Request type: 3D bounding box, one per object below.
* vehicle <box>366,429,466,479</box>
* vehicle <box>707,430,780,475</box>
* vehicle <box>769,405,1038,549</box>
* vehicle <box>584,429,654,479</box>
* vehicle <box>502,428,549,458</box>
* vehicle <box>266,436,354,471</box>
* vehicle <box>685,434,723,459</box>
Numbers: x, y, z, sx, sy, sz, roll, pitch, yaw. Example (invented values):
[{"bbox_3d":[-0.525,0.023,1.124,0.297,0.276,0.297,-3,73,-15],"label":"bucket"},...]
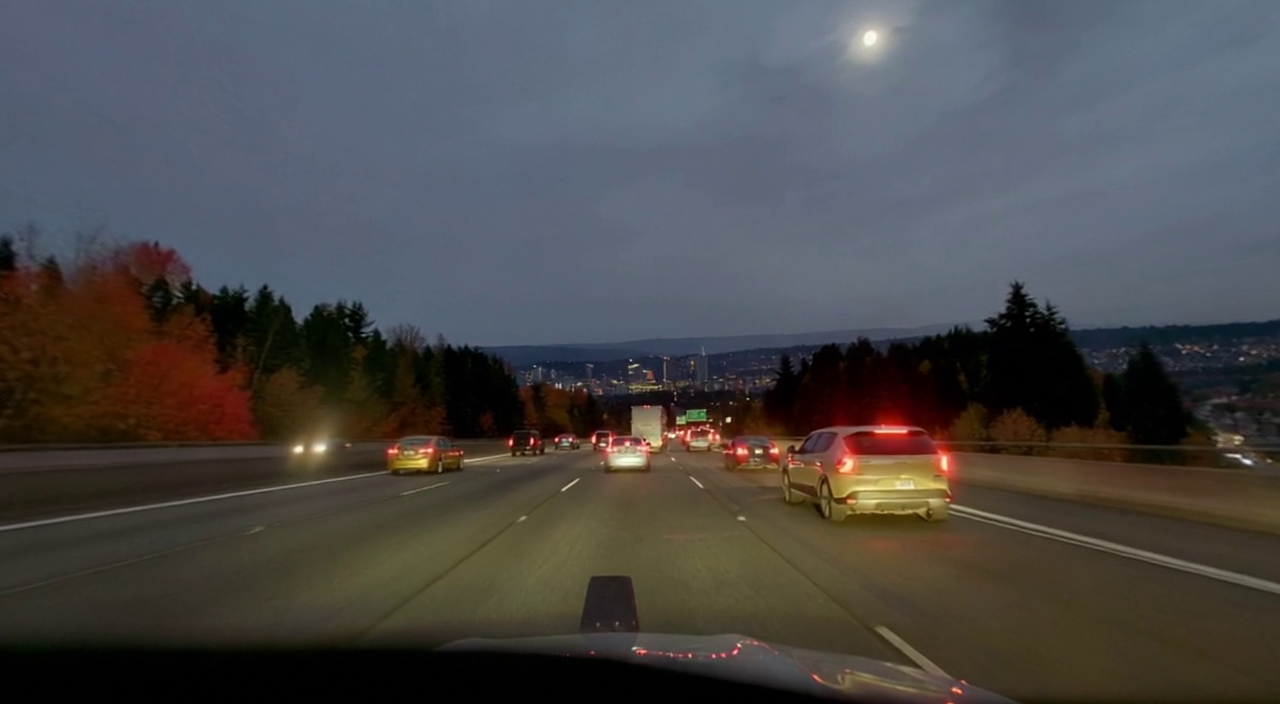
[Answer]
[{"bbox_3d":[-7.597,3.473,21.736,1.934,1.526,3.966,0,-8,1],"label":"vehicle"},{"bbox_3d":[3.782,3.727,23.734,1.972,1.516,4.514,0,-8,0],"label":"vehicle"},{"bbox_3d":[3.504,1.736,9.497,2.095,1.650,4.331,0,-8,-1],"label":"vehicle"},{"bbox_3d":[-0.686,3.387,21.207,2.111,1.494,4.364,0,-8,-1],"label":"vehicle"},{"bbox_3d":[-7.384,5.929,41.078,2.117,1.779,4.745,0,-8,1],"label":"vehicle"},{"bbox_3d":[-15.392,4.713,29.601,1.875,1.509,4.135,0,-8,0],"label":"vehicle"},{"bbox_3d":[3.971,5.915,39.508,1.909,1.442,4.184,0,-8,0],"label":"vehicle"}]
